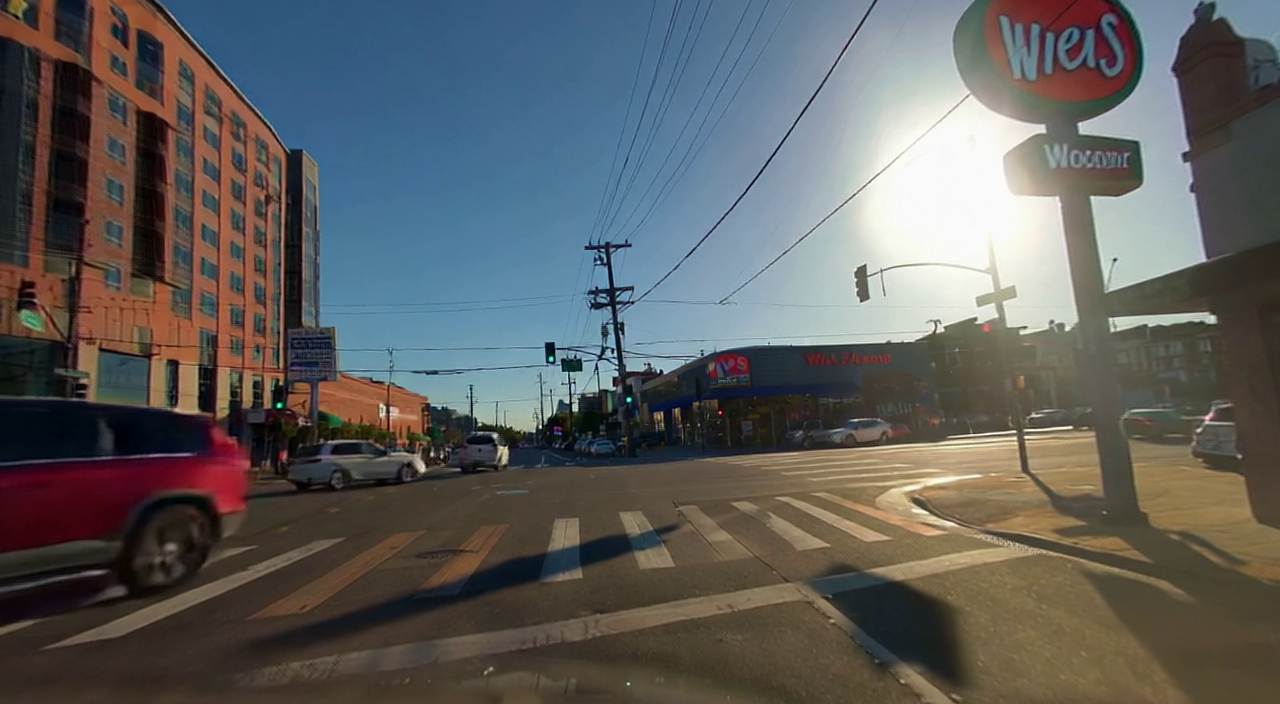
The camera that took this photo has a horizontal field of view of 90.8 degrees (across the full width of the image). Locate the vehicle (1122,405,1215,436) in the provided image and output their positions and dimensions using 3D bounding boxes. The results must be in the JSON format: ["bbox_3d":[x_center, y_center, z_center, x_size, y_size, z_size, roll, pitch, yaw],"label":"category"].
[{"bbox_3d":[27.457,3.610,32.802,4.707,1.487,1.907,4,-9,-27],"label":"vehicle"}]

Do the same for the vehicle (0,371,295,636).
[{"bbox_3d":[-5.972,1.247,5.462,2.374,1.985,5.588,-1,-8,6],"label":"vehicle"}]

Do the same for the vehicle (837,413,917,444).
[{"bbox_3d":[14.408,4.696,38.312,4.474,1.788,2.039,4,-9,-29],"label":"vehicle"}]

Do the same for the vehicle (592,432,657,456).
[{"bbox_3d":[-1.173,6.751,46.521,4.506,1.733,1.857,2,-8,-13],"label":"vehicle"}]

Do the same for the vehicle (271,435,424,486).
[{"bbox_3d":[-9.978,3.701,21.922,2.166,1.579,4.300,-5,-9,27],"label":"vehicle"}]

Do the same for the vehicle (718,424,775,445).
[{"bbox_3d":[7.569,5.943,45.141,1.866,1.430,3.901,5,-10,-31],"label":"vehicle"}]

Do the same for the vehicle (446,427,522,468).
[{"bbox_3d":[-7.078,4.400,29.218,2.105,1.761,4.292,-1,-8,5],"label":"vehicle"}]
